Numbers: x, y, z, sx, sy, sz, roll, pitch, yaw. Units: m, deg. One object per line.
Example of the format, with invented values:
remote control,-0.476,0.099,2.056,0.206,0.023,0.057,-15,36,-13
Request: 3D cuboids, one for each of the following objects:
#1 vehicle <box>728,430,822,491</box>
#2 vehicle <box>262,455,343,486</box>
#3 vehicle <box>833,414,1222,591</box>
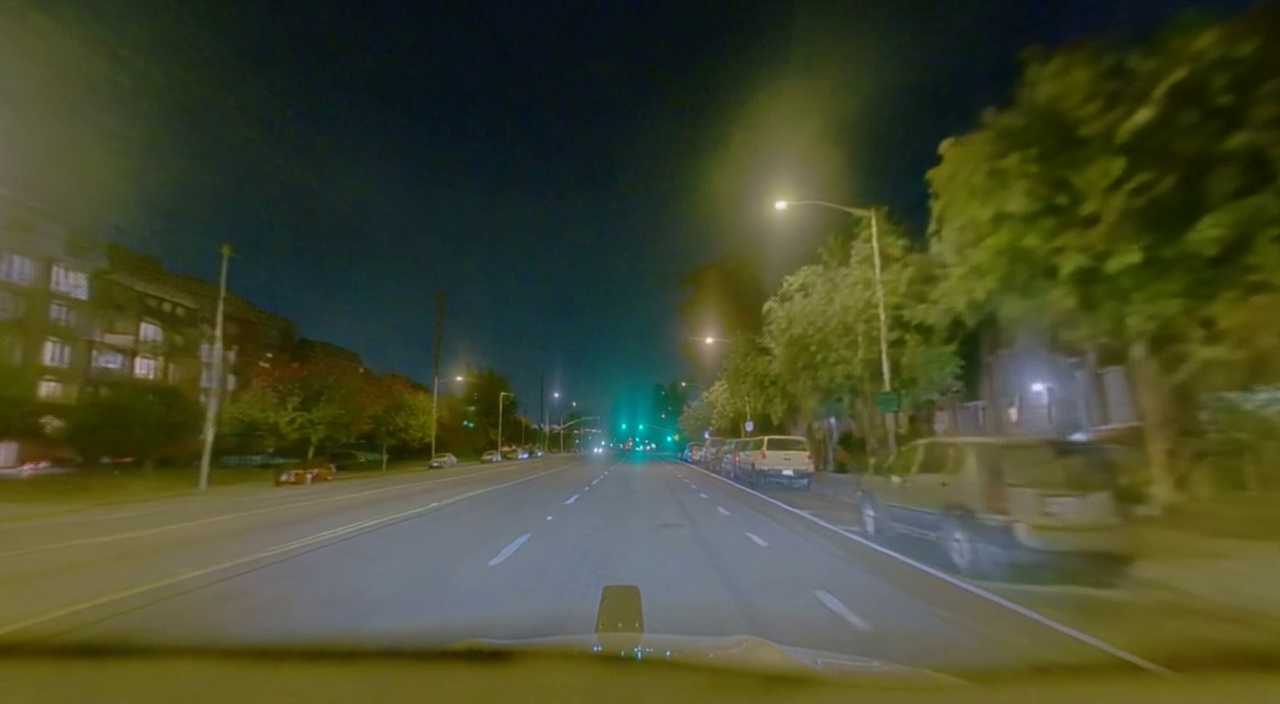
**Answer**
vehicle,4.467,3.694,21.836,2.078,1.837,5.088,0,-9,-1
vehicle,-17.669,6.211,33.351,1.831,1.428,4.456,-1,-9,-1
vehicle,4.578,1.849,8.753,2.154,1.718,4.980,0,-9,-1
